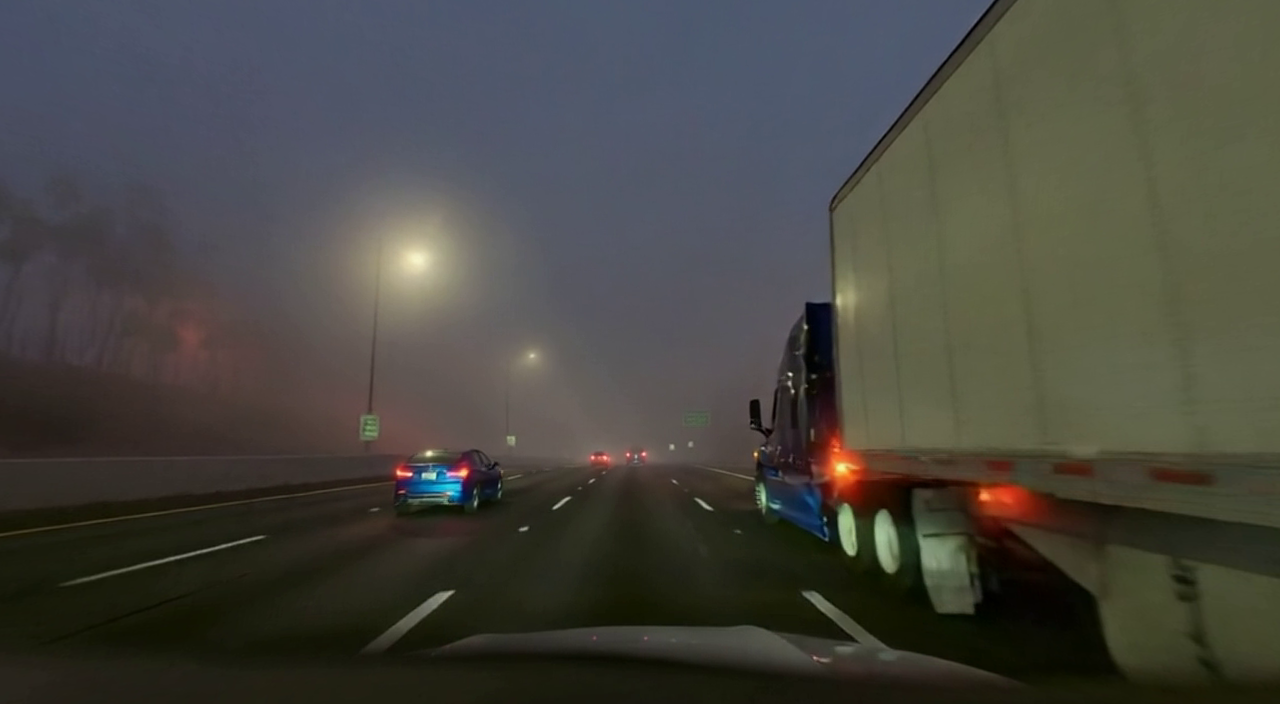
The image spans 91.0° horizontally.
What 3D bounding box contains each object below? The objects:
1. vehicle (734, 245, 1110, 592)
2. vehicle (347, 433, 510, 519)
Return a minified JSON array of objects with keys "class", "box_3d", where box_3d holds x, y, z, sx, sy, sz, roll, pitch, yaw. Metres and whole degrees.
[{"class":"vehicle","box_3d":[3.533,1.110,9.990,3.073,3.886,5.856,0,-9,-1]},{"class":"vehicle","box_3d":[-4.272,2.570,13.571,2.120,1.537,4.139,0,-9,-1]}]
